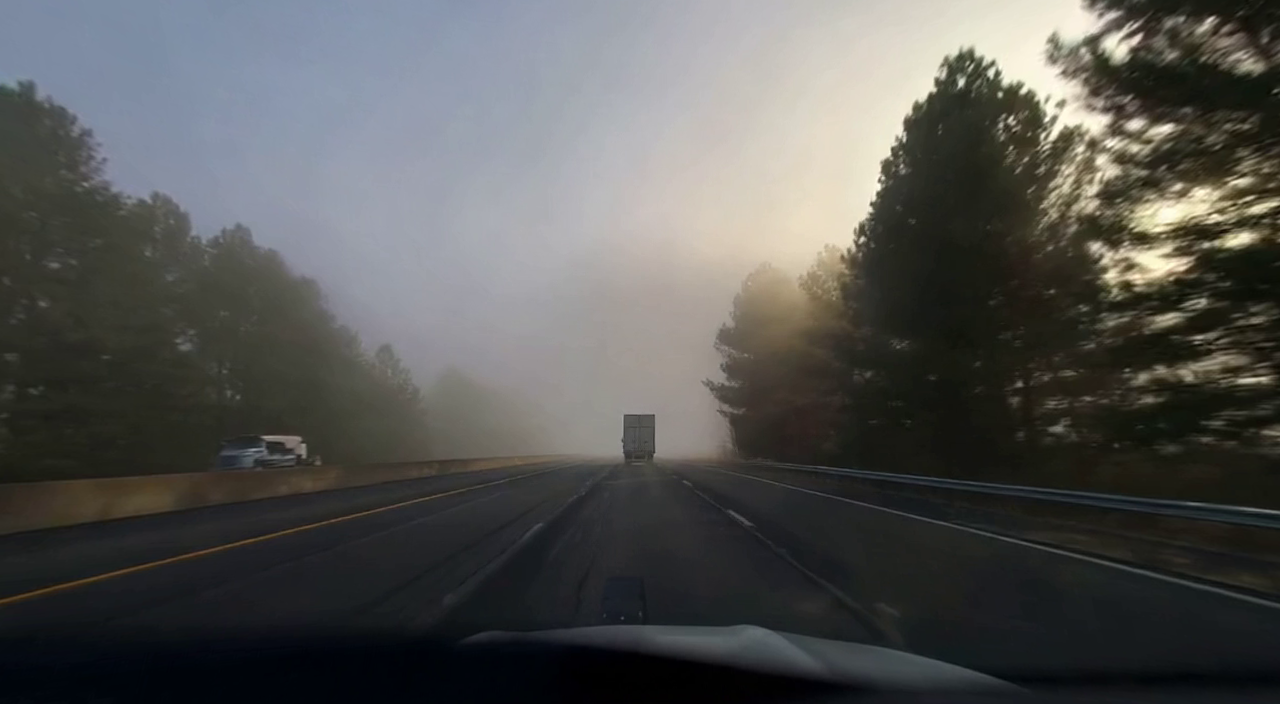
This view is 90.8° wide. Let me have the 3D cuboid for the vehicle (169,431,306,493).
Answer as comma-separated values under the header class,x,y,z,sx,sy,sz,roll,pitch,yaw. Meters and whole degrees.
class,x,y,z,sx,sy,sz,roll,pitch,yaw
vehicle,-17.322,4.753,27.626,2.383,2.411,5.354,0,-9,0
